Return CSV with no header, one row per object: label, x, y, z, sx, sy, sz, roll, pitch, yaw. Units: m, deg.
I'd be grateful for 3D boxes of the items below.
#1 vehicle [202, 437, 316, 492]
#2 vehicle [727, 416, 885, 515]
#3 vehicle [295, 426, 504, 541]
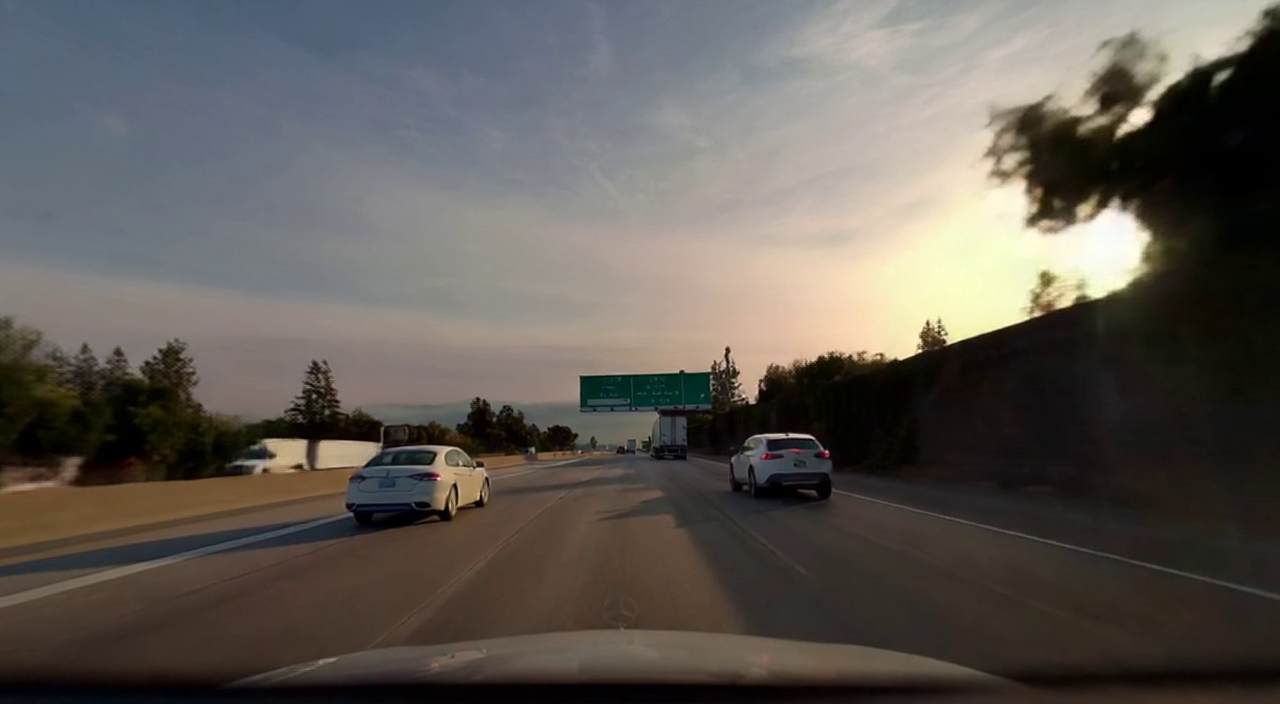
vehicle,-29.341,8.653,49.349,3.144,3.826,9.102,0,-8,0
vehicle,3.287,2.365,13.636,2.065,1.760,4.488,0,-8,-2
vehicle,-3.947,2.223,11.418,1.903,1.607,4.770,0,-8,0
